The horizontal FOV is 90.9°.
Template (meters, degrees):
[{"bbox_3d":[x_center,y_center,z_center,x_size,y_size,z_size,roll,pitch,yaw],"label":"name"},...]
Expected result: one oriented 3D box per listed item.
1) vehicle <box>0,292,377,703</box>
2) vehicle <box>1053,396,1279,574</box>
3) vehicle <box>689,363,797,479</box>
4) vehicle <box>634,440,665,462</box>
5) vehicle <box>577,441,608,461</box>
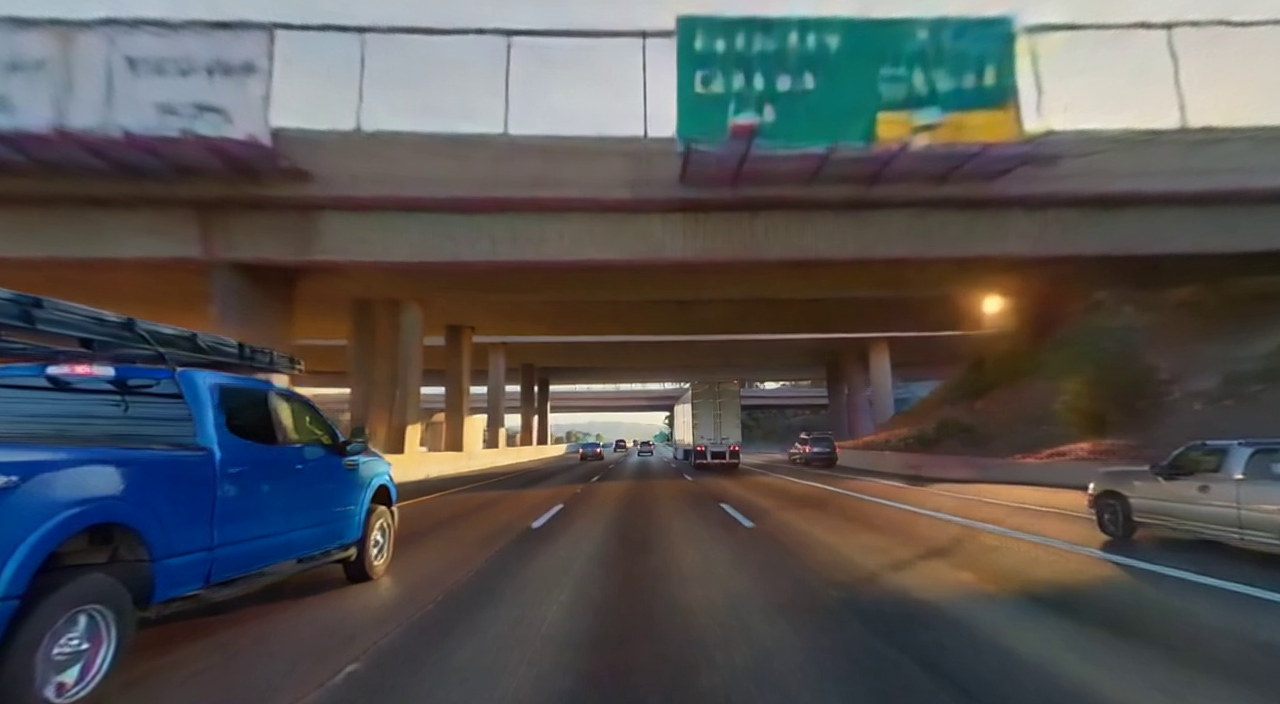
[{"bbox_3d":[-4.255,0.881,3.716,2.599,2.054,6.288,-1,-8,1],"label":"vehicle"},{"bbox_3d":[7.159,1.407,7.005,1.999,1.700,4.640,-1,-8,0],"label":"vehicle"},{"bbox_3d":[4.097,3.342,28.598,2.885,4.036,12.891,-1,-8,1],"label":"vehicle"},{"bbox_3d":[0.665,7.073,45.221,2.092,1.446,4.092,-1,-8,0],"label":"vehicle"},{"bbox_3d":[-3.569,7.580,48.338,2.077,1.446,4.106,0,-8,0],"label":"vehicle"}]
